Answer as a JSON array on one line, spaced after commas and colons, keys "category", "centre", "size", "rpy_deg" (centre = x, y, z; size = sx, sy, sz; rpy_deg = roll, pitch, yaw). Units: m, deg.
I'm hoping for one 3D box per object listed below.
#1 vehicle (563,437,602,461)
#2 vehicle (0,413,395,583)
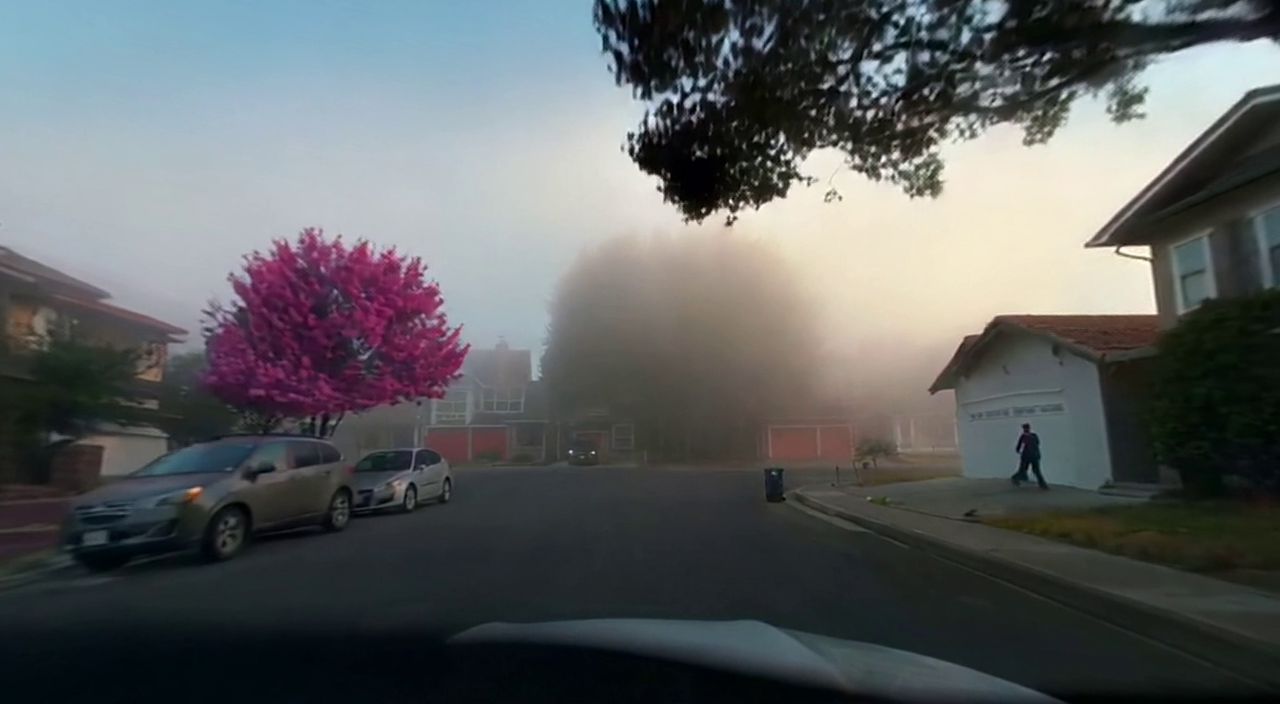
[{"category": "vehicle", "centre": [-3.722, 6.429, 41.608], "size": [1.968, 1.491, 4.486], "rpy_deg": [0, -9, 2]}, {"category": "vehicle", "centre": [-5.702, 1.914, 9.139], "size": [2.139, 1.783, 4.717], "rpy_deg": [-1, -9, 4]}]
